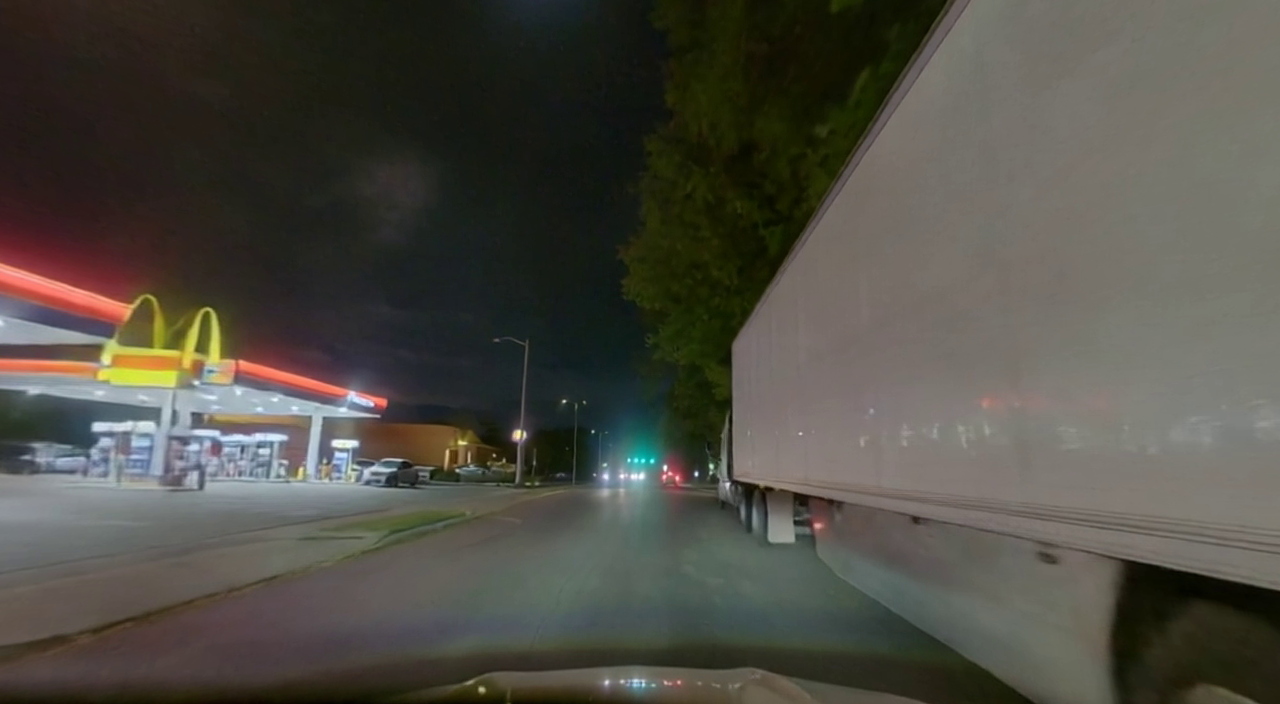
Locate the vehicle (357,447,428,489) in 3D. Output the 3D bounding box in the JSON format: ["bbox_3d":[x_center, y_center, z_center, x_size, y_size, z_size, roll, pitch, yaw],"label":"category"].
[{"bbox_3d":[-12.731,5.949,32.682,2.062,1.889,4.115,2,-7,-2],"label":"vehicle"}]

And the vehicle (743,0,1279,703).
[{"bbox_3d":[3.428,0.236,4.483,2.990,4.098,13.928,1,-10,0],"label":"vehicle"}]
